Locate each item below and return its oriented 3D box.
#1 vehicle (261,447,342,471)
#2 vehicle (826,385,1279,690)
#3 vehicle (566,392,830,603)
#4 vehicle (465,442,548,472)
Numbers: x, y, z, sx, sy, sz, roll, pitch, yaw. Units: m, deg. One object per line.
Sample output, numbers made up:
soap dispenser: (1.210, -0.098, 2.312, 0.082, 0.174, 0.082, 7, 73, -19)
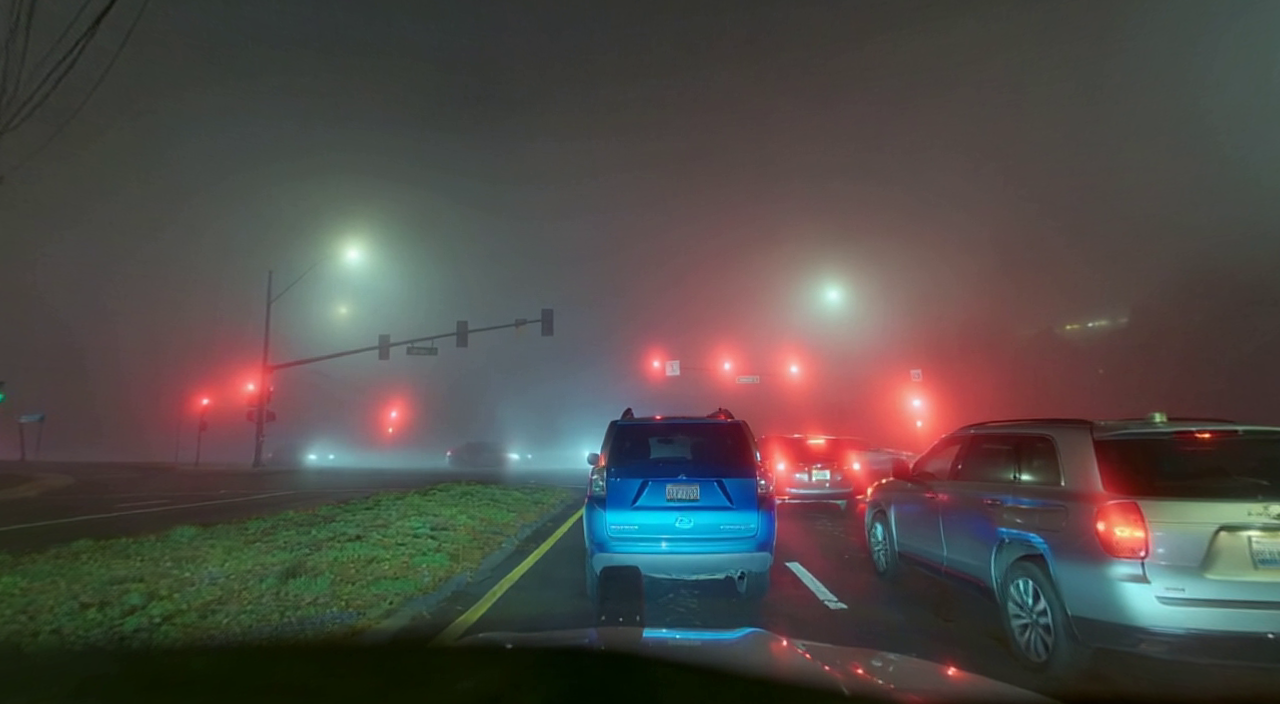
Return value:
vehicle: (-21.859, 6.860, 40.821, 4.411, 1.466, 1.998, -3, -9, 16)
vehicle: (3.405, 1.348, 5.812, 1.990, 1.649, 4.625, 0, -8, 0)
vehicle: (0.439, 1.556, 7.617, 2.240, 1.778, 4.335, 0, -8, -2)
vehicle: (-8.097, 6.425, 38.741, 4.673, 1.740, 2.174, 0, -8, -3)
